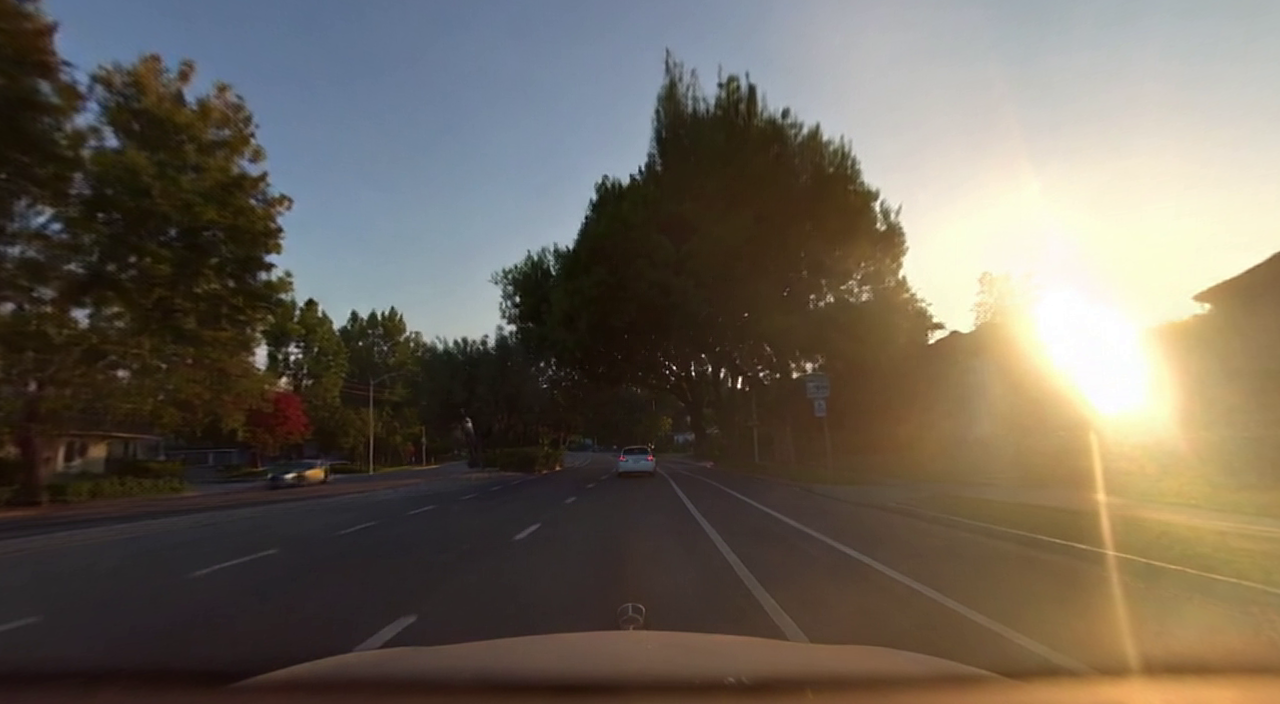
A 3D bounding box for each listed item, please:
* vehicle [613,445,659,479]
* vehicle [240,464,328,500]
[{"bbox_3d":[-0.153,5.056,29.314,2.009,1.456,4.003,0,-8,1],"label":"vehicle"},{"bbox_3d":[-17.147,6.264,30.617,1.824,1.471,4.117,0,-8,0],"label":"vehicle"}]
